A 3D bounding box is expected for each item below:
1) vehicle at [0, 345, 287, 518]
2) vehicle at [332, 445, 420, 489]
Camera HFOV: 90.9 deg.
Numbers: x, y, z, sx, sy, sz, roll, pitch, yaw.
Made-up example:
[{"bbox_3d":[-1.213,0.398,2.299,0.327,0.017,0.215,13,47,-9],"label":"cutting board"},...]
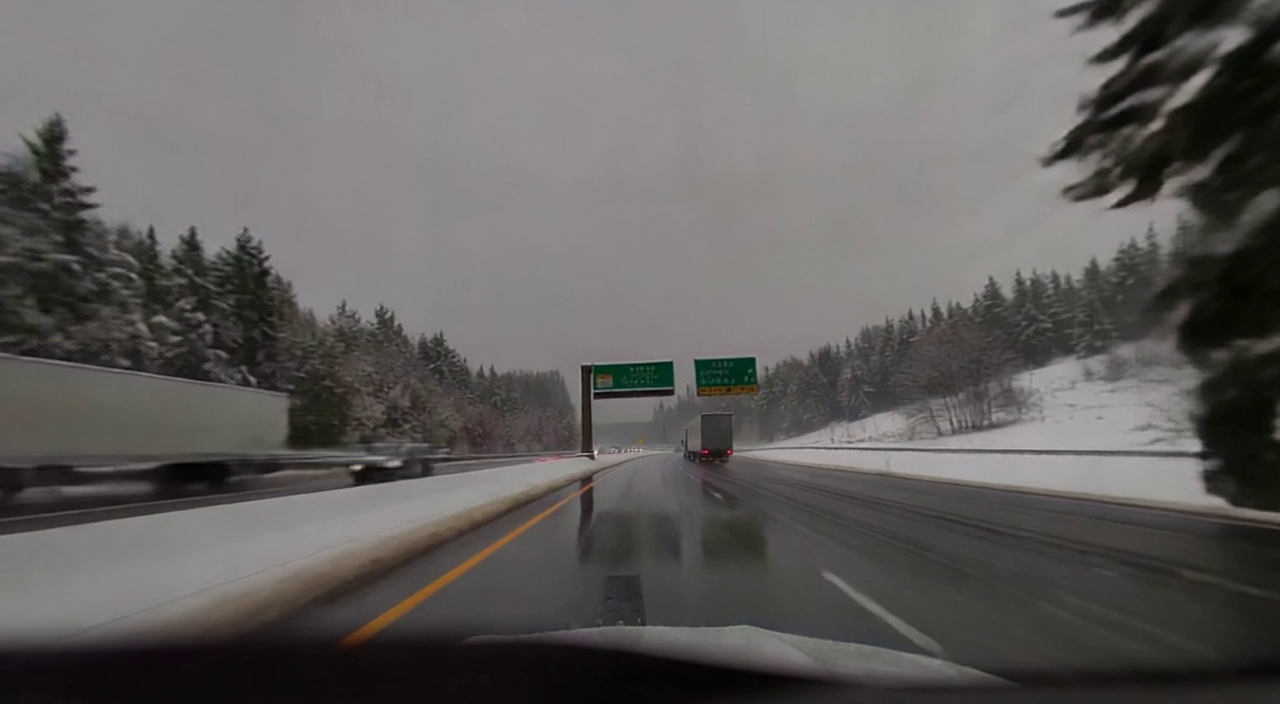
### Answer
[{"bbox_3d":[-16.353,2.546,19.156,2.852,4.027,14.081,0,-9,1],"label":"vehicle"},{"bbox_3d":[-11.574,5.047,27.970,2.033,1.808,4.059,0,-9,1],"label":"vehicle"}]
